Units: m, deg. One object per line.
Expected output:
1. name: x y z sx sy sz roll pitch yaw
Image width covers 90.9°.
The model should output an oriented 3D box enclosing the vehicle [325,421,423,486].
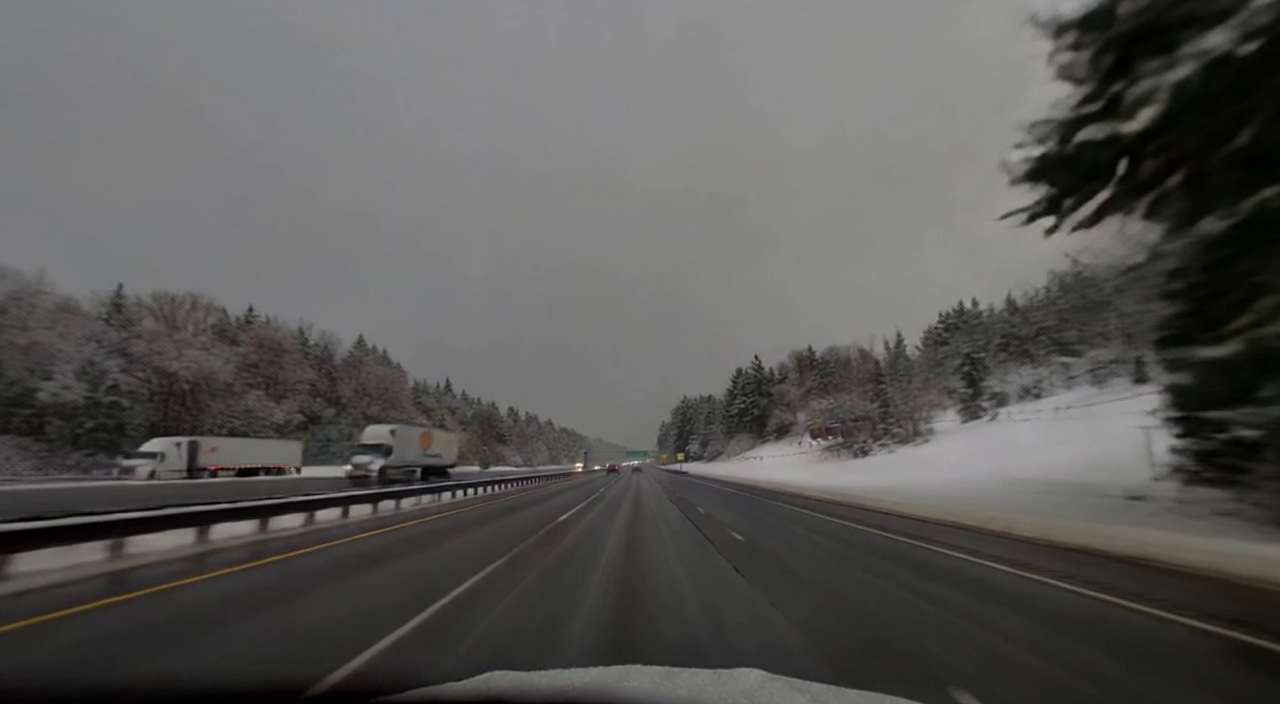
1. vehicle: -17.447 6.817 41.944 3.667 3.902 6.030 1 -11 0
